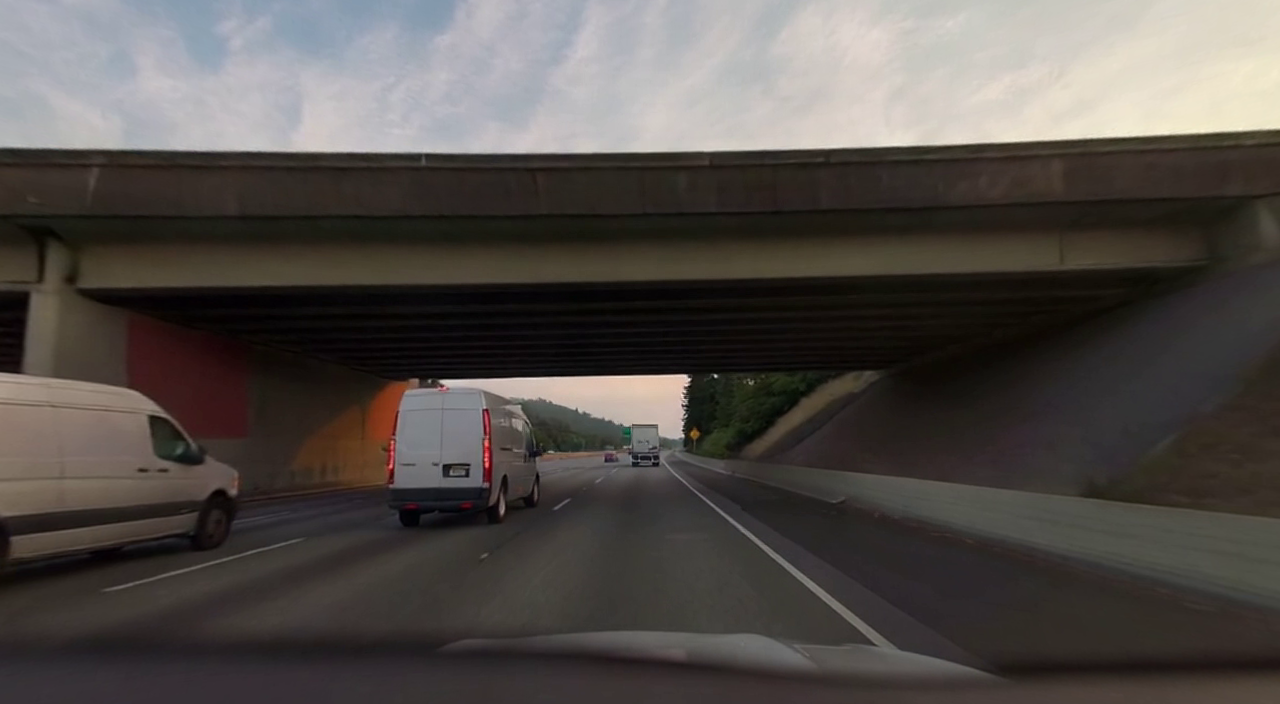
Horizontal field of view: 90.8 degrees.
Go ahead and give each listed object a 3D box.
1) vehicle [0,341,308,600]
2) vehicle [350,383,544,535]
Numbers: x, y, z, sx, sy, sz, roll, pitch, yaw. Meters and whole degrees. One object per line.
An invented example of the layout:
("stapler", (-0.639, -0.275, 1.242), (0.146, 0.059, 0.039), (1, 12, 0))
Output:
("vehicle", (-7.692, 1.568, 8.737), (2.594, 2.571, 6.424), (0, -9, 0))
("vehicle", (-3.892, 2.364, 14.310), (2.504, 2.694, 5.934), (0, -9, 0))
